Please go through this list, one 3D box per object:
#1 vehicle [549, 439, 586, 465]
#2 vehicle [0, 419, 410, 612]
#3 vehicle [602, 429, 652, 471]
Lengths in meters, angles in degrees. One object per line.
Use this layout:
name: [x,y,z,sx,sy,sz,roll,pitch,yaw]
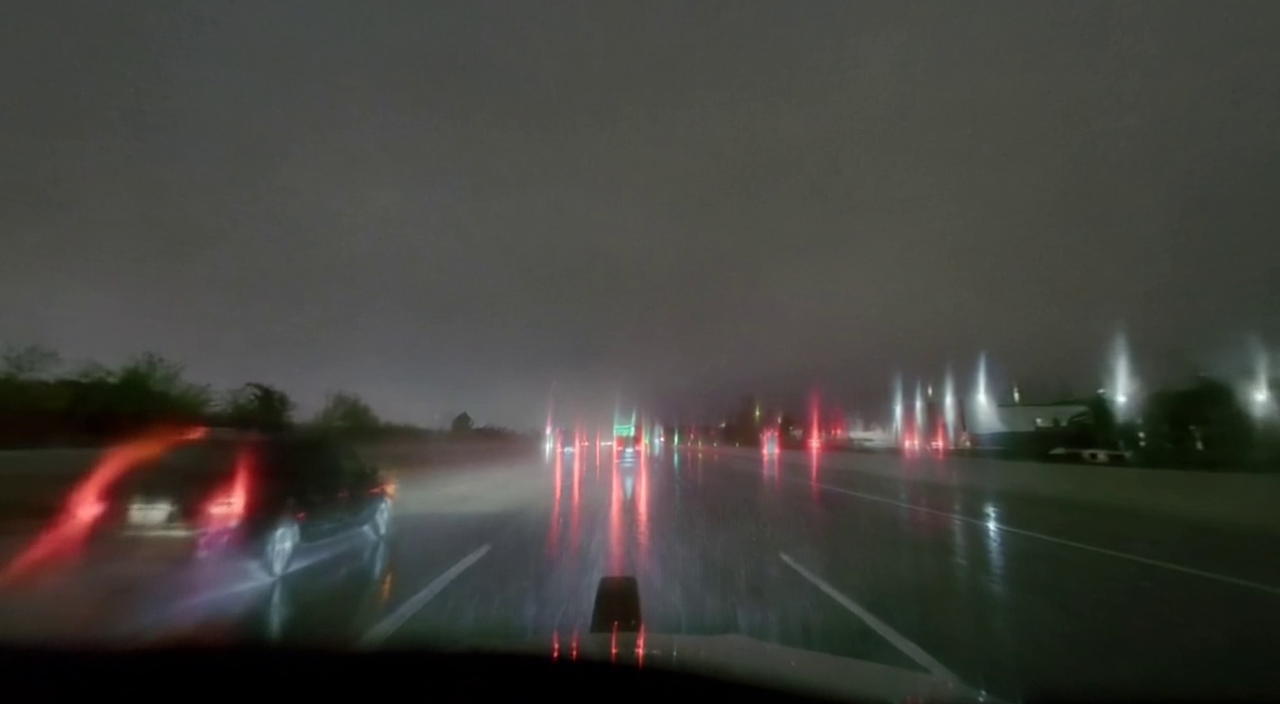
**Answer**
vehicle: [-4.799,6.657,42.062,2.039,1.602,4.317,0,-8,-1]
vehicle: [-4.267,1.603,7.083,1.945,1.550,3.780,0,-8,0]
vehicle: [-0.662,4.939,31.994,2.382,1.973,4.439,0,-8,-1]
